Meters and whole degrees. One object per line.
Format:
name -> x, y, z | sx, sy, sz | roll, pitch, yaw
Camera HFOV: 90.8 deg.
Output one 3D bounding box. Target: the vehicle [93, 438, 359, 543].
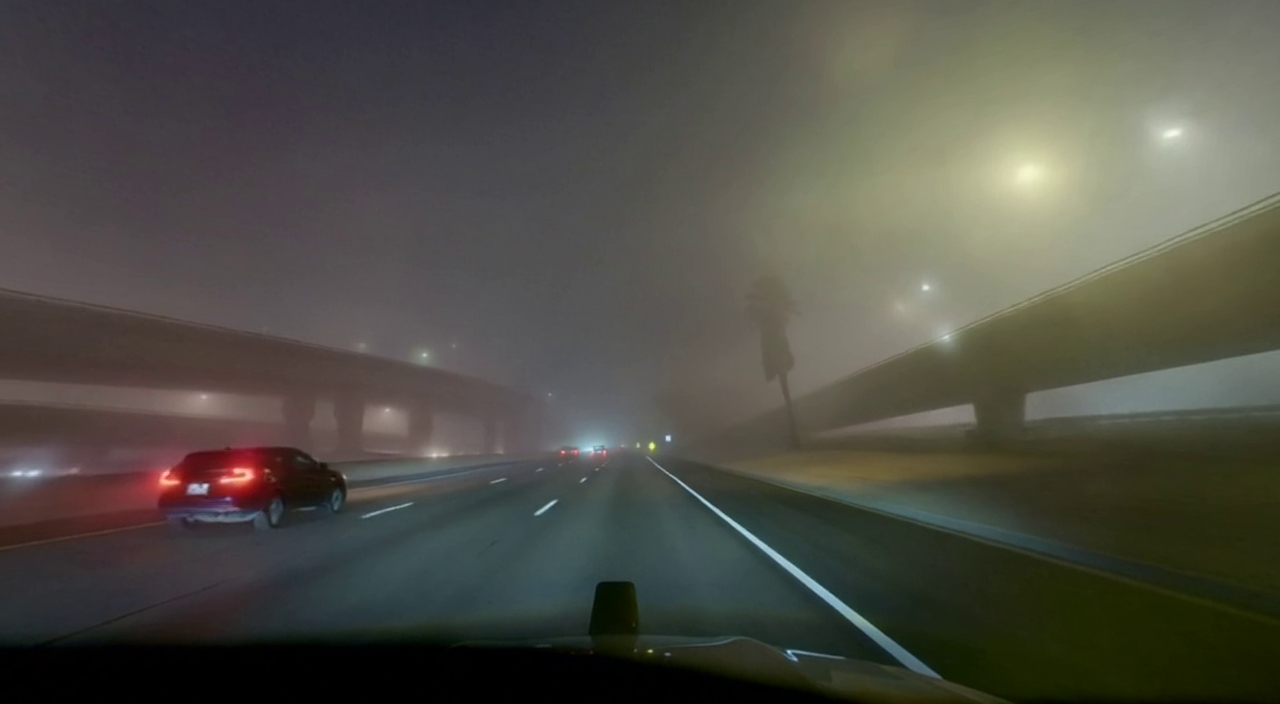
vehicle -> -6.986, 2.333, 11.374 | 1.914, 1.503, 4.268 | 0, -8, -1
